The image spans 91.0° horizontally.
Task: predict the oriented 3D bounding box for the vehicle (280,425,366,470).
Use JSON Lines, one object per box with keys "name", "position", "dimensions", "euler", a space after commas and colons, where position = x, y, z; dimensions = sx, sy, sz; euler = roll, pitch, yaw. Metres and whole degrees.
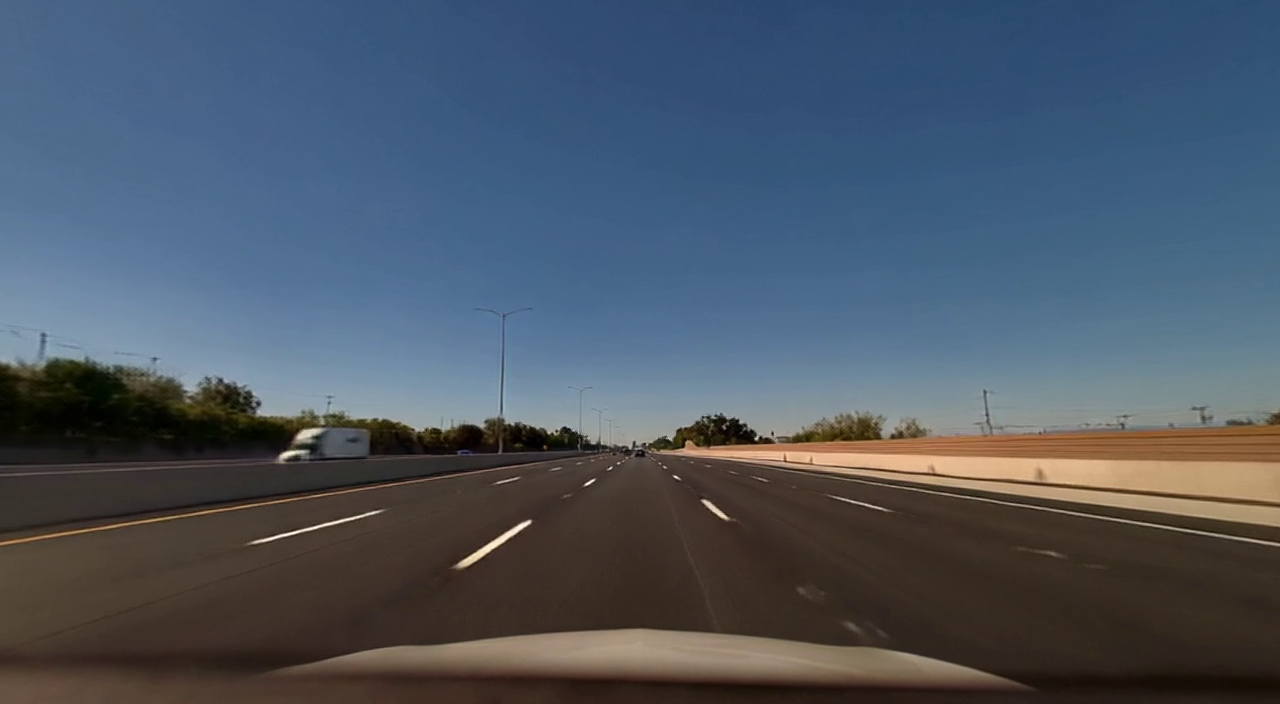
{"name": "vehicle", "position": [-24.867, 7.606, 49.932], "dimensions": [2.780, 3.238, 7.530], "euler": [0, -9, 1]}
